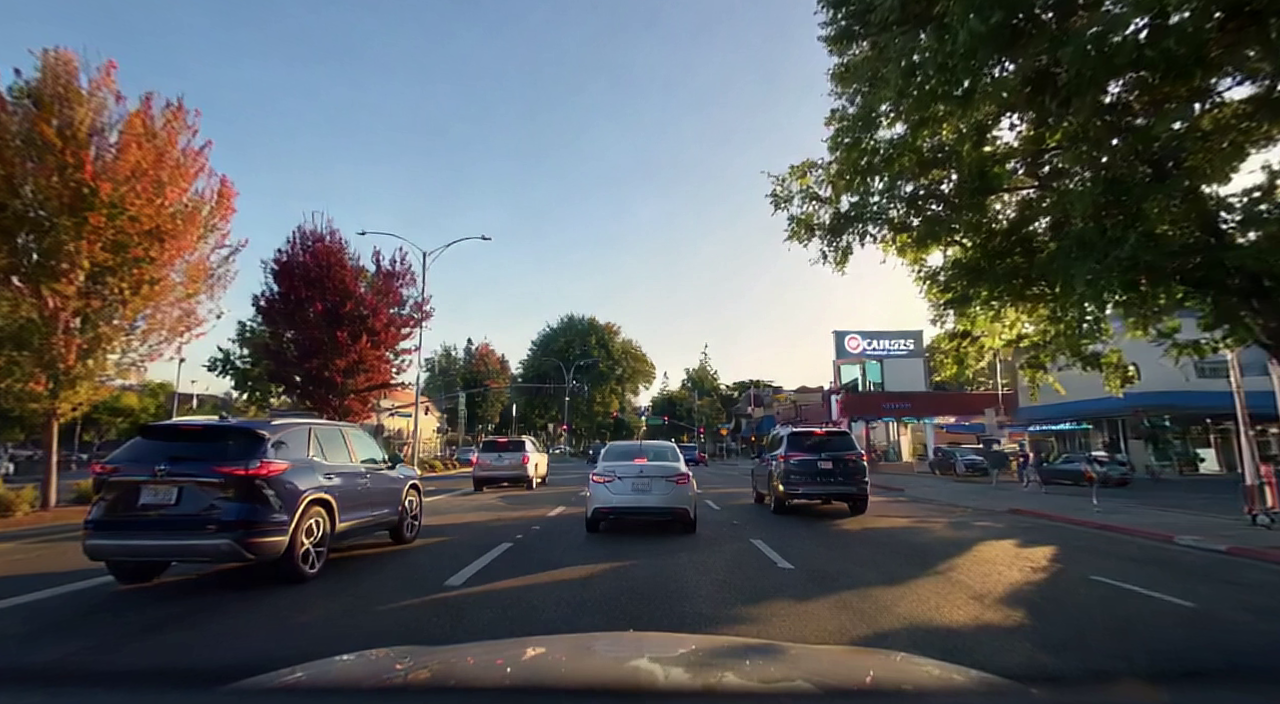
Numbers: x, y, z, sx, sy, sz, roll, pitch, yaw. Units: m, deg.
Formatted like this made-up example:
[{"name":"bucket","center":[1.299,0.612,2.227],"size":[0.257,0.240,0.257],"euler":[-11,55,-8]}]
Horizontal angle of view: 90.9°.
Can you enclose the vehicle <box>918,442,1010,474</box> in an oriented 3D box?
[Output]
[{"name":"vehicle","center":[17.989,5.858,35.161],"size":[1.907,1.669,4.147],"euler":[5,-9,-28]}]

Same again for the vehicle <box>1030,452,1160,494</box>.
[{"name":"vehicle","center":[17.416,4.621,24.473],"size":[1.860,1.408,4.631],"euler":[-1,-8,4]}]

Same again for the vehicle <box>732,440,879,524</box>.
[{"name":"vehicle","center":[3.252,2.633,13.367],"size":[1.979,1.485,4.207],"euler":[0,-8,0]}]

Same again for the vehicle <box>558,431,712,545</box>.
[{"name":"vehicle","center":[-0.073,2.179,10.764],"size":[2.121,1.563,4.031],"euler":[0,-8,0]}]

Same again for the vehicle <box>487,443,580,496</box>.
[{"name":"vehicle","center":[-3.245,3.666,20.159],"size":[2.126,1.490,4.265],"euler":[0,-8,2]}]

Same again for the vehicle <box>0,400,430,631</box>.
[{"name":"vehicle","center":[-3.962,1.496,6.711],"size":[1.983,1.685,3.997],"euler":[0,-8,1]}]
